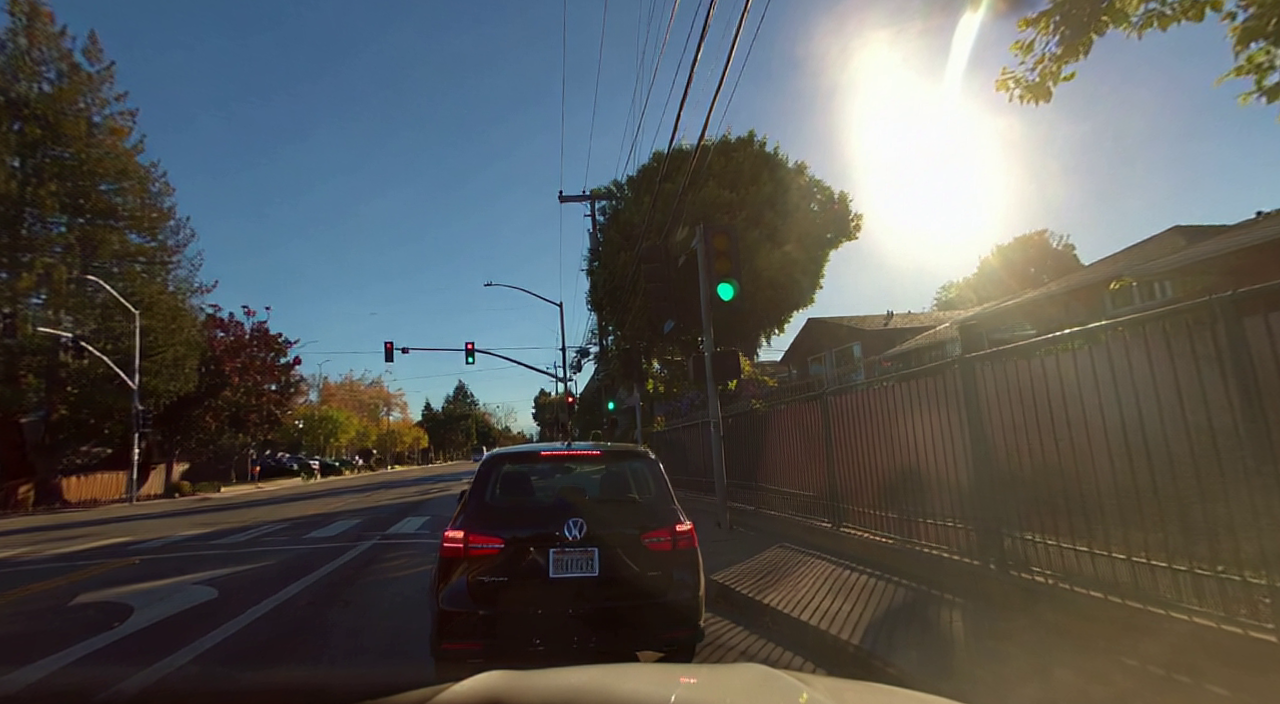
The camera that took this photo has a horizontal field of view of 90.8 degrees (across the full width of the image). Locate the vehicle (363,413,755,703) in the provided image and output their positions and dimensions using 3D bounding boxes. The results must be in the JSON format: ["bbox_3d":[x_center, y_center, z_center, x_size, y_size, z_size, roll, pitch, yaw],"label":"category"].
[{"bbox_3d":[-0.668,1.356,5.201,2.024,1.502,3.702,1,-9,-9],"label":"vehicle"}]
